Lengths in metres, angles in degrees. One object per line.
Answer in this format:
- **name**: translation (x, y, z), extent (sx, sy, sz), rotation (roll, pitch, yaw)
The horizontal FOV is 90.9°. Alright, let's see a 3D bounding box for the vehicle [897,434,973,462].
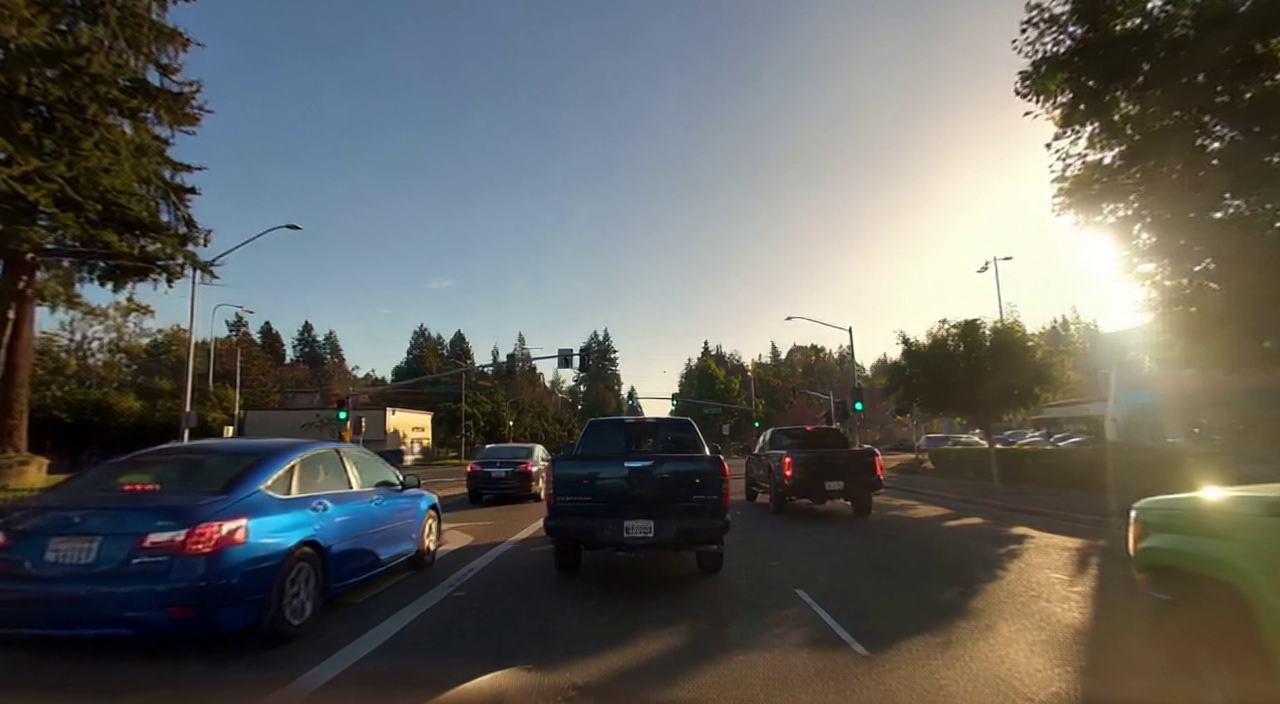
- **vehicle**: translation (21.357, 6.964, 45.758), extent (4.437, 1.863, 2.068), rotation (0, -6, 3)

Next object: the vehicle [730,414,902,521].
- **vehicle**: translation (3.530, 2.470, 14.052), extent (2.408, 1.908, 5.355), rotation (0, -8, 1)

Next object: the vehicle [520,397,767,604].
- **vehicle**: translation (0.043, 1.566, 7.449), extent (2.113, 1.768, 3.901), rotation (0, -8, 0)

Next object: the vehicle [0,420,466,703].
- **vehicle**: translation (-3.151, 1.436, 5.557), extent (1.909, 1.476, 4.751), rotation (0, -8, -1)

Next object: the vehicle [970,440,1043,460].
- **vehicle**: translation (26.358, 7.049, 45.395), extent (4.180, 1.376, 1.583), rotation (0, -8, 2)

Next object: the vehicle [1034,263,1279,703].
- **vehicle**: translation (3.321, 0.395, 0.240), extent (2.571, 1.857, 5.841), rotation (0, -8, 0)
